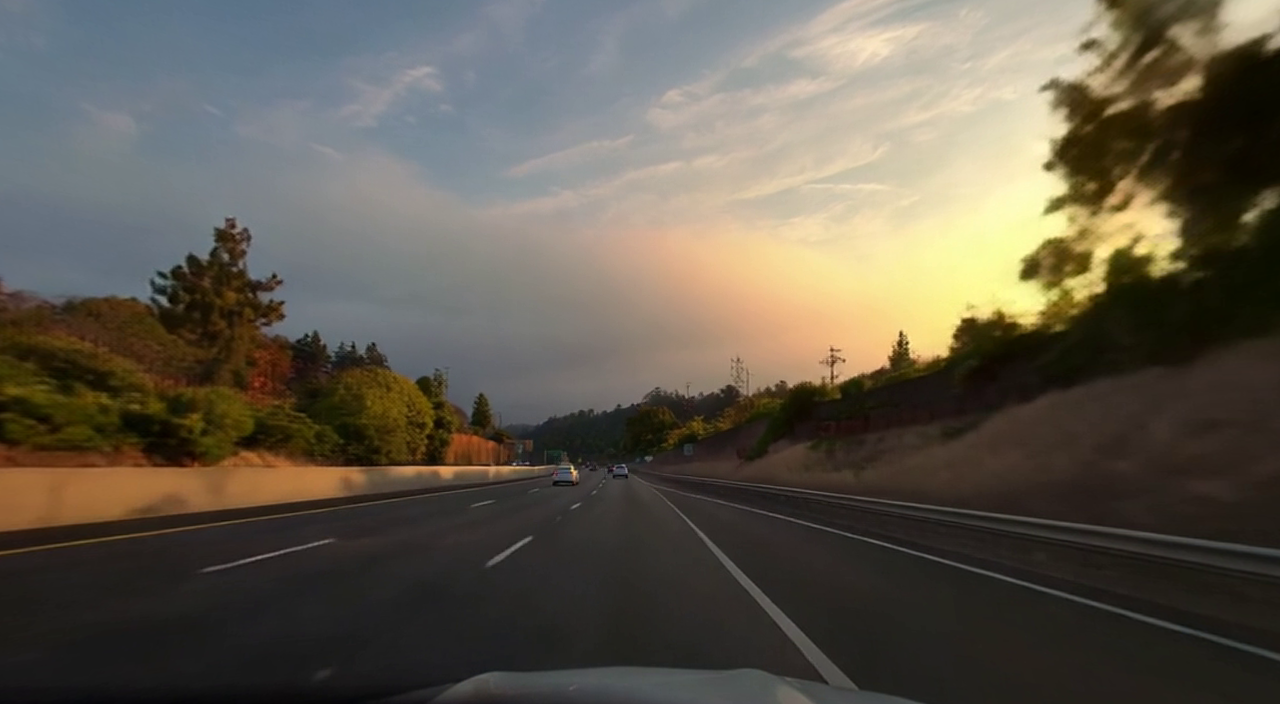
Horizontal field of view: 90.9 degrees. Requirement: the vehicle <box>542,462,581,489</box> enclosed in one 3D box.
[{"bbox_3d":[-5.022,7.957,40.847,2.039,1.605,4.365,1,-11,-1],"label":"vehicle"}]
